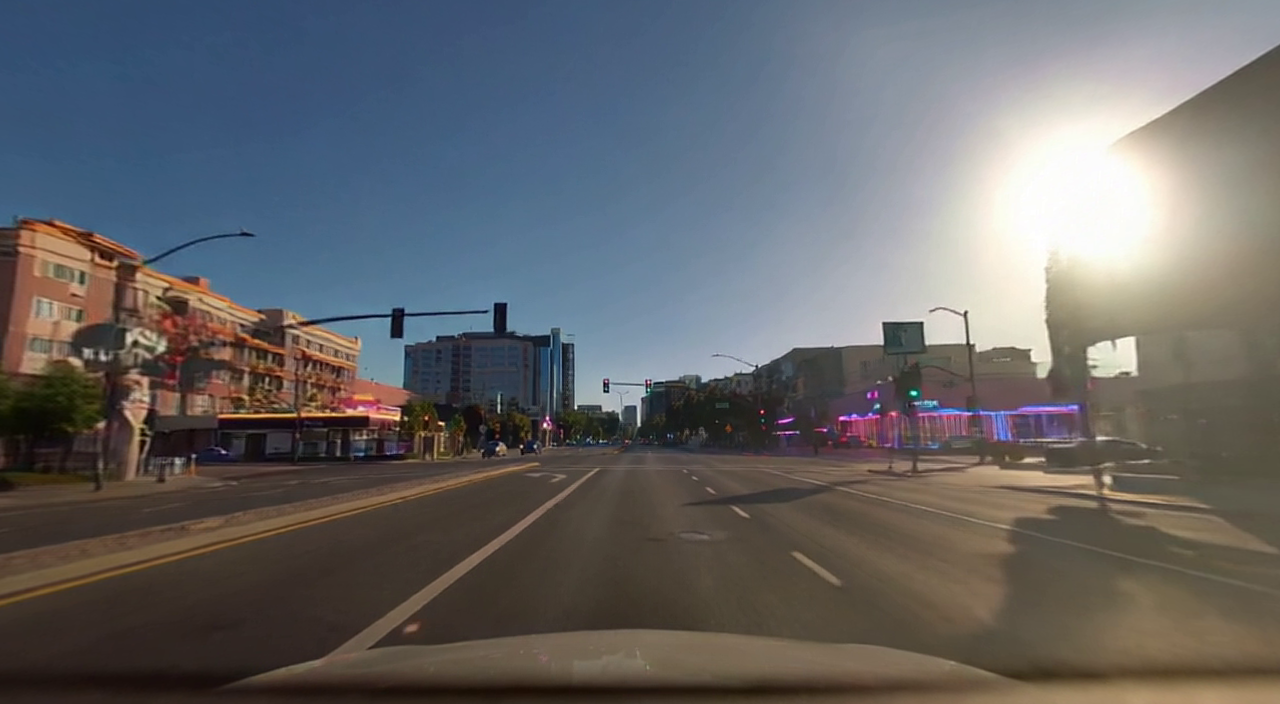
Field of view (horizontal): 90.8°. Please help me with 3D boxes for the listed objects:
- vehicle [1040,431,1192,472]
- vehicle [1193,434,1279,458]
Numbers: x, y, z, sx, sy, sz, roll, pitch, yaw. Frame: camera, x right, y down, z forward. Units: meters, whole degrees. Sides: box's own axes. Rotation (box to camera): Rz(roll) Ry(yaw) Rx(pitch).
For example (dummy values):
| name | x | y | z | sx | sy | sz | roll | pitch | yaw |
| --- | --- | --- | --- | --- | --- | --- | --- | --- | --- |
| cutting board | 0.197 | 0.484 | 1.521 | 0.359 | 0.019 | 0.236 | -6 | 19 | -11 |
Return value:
| name | x | y | z | sx | sy | sz | roll | pitch | yaw |
| --- | --- | --- | --- | --- | --- | --- | --- | --- | --- |
| vehicle | 18.840 | 3.947 | 25.148 | 4.545 | 1.511 | 1.935 | 0 | -8 | -3 |
| vehicle | 41.328 | 6.487 | 43.670 | 4.157 | 1.552 | 1.953 | -1 | -8 | 2 |
